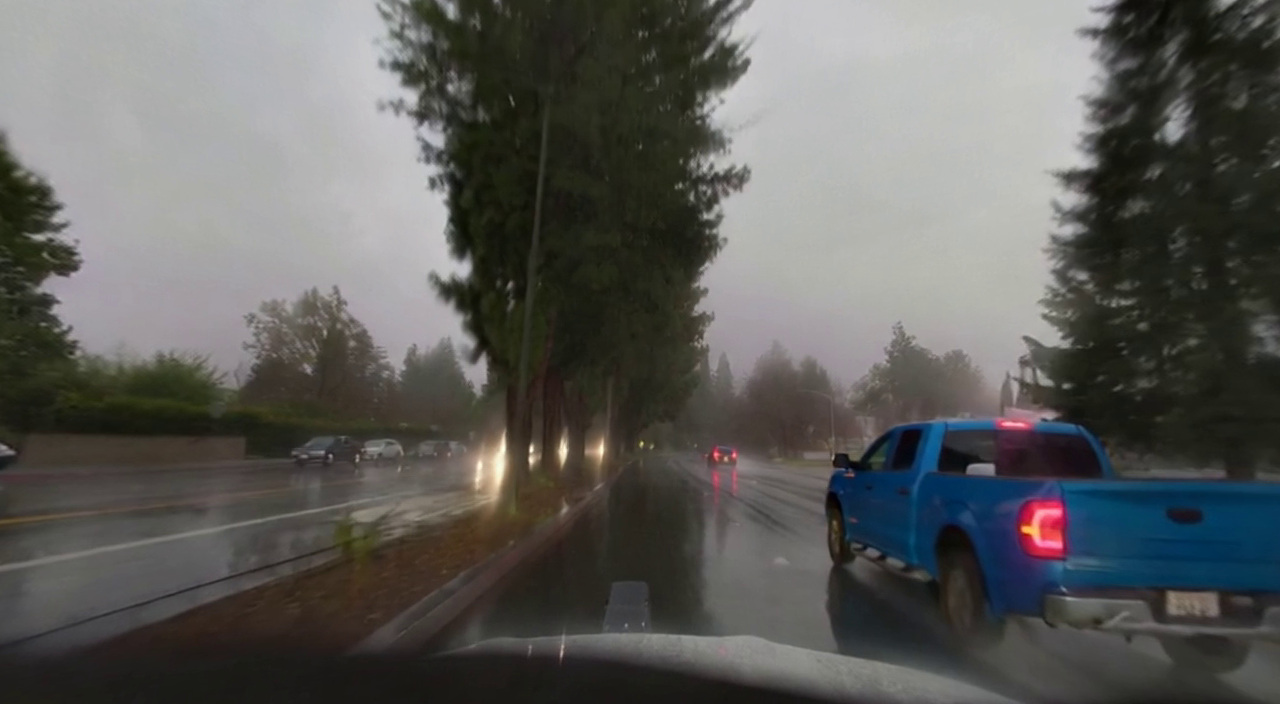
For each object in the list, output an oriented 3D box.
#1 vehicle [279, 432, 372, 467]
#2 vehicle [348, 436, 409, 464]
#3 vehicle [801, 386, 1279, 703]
[{"bbox_3d":[-18.242,5.712,37.007,2.398,1.883,5.729,-1,-8,2],"label":"vehicle"},{"bbox_3d":[-18.060,6.763,43.758,2.051,1.821,4.721,0,-8,2],"label":"vehicle"},{"bbox_3d":[3.112,1.374,5.630,2.108,1.712,4.616,0,-8,0],"label":"vehicle"}]
